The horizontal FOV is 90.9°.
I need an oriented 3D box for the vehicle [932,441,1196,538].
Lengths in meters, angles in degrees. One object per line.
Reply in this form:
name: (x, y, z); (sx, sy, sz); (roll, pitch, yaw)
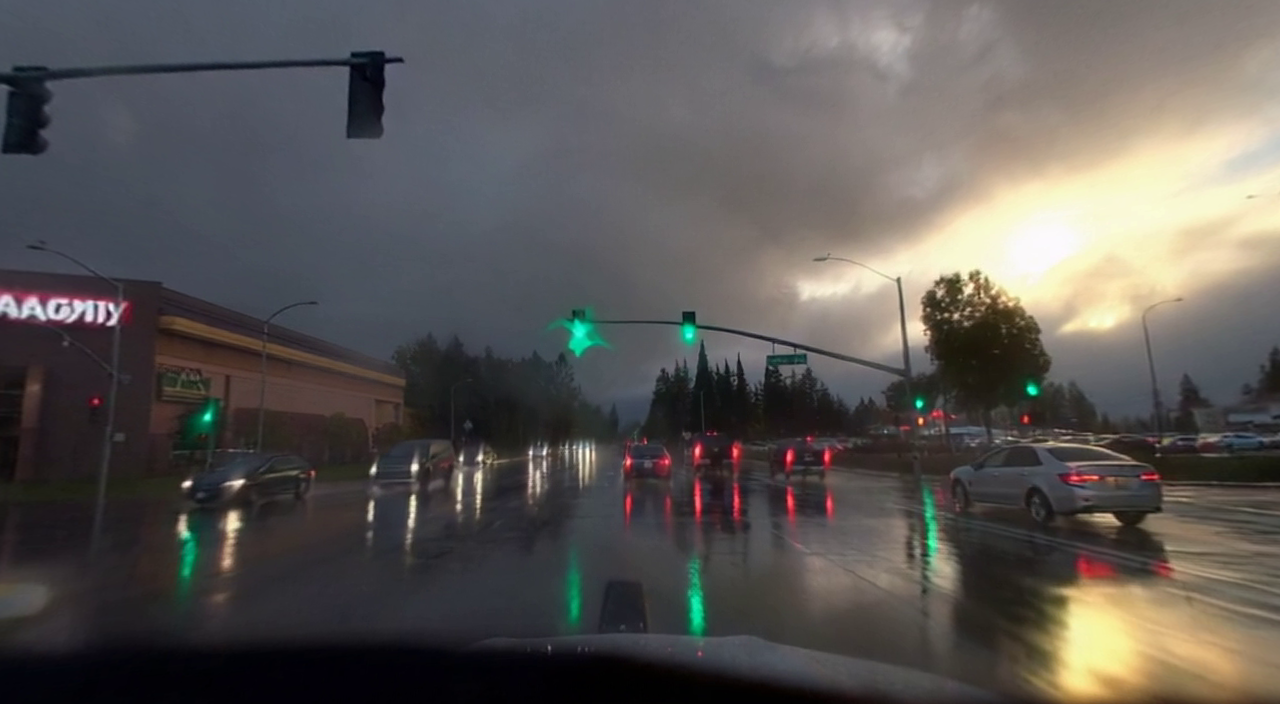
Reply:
vehicle: (7.683, 2.476, 12.146); (1.905, 1.498, 4.463); (0, -8, -1)

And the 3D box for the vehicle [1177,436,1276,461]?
vehicle: (35.825, 5.917, 38.589); (4.230, 1.449, 1.782); (0, -8, 1)

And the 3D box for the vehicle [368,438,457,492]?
vehicle: (-8.345, 4.138, 23.506); (1.904, 1.789, 4.021); (0, -8, -2)

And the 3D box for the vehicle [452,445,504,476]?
vehicle: (-8.986, 6.006, 35.247); (1.827, 1.602, 4.115); (0, -8, -1)

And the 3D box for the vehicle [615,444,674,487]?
vehicle: (0.107, 4.205, 23.711); (2.038, 1.447, 3.756); (0, -8, -2)

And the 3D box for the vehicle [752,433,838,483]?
vehicle: (6.813, 4.722, 28.488); (2.323, 2.009, 5.266); (0, -8, -3)

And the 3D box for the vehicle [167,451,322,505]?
vehicle: (-12.608, 4.008, 20.585); (1.969, 1.486, 4.773); (0, -8, 0)

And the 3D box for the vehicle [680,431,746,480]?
vehicle: (3.363, 4.943, 30.373); (2.358, 2.116, 5.328); (0, -8, -2)
